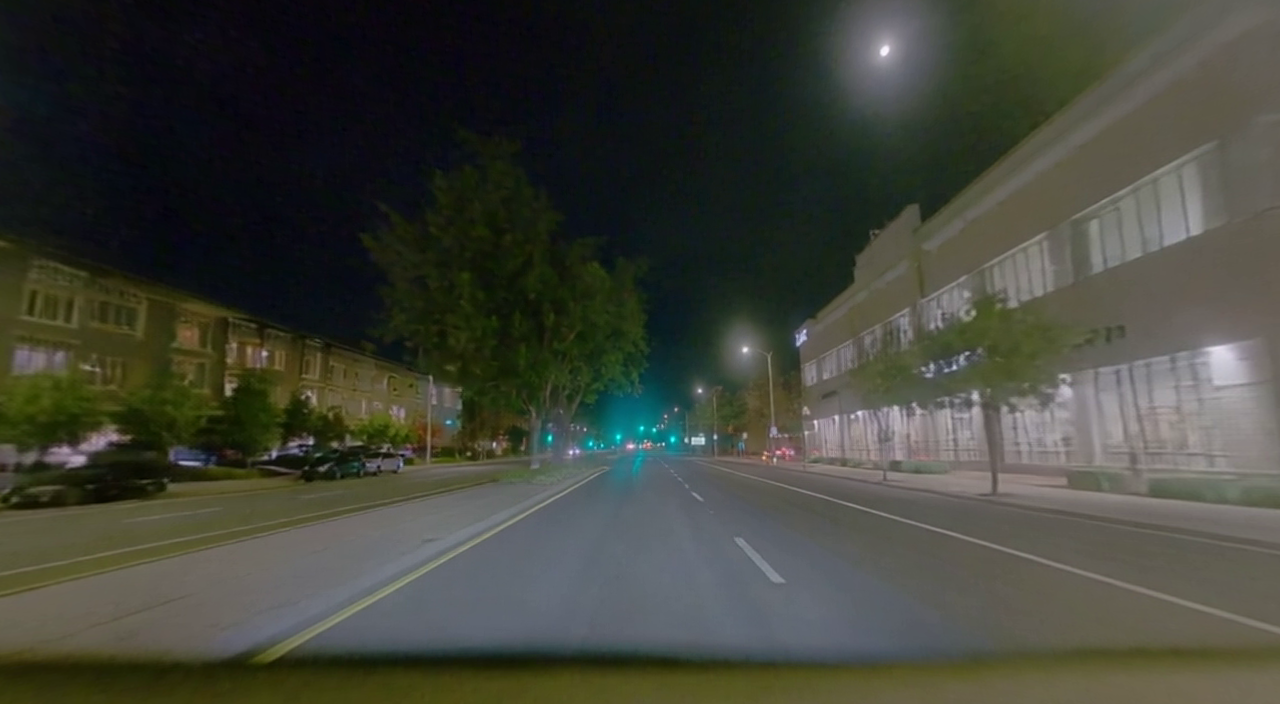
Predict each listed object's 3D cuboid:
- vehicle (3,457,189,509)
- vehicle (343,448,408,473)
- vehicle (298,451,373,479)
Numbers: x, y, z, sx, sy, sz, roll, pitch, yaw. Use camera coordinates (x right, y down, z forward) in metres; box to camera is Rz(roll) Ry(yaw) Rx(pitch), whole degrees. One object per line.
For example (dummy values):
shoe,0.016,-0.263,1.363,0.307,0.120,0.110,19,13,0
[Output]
vehicle,-18.997,4.565,22.356,2.121,1.567,5.042,0,-9,-1
vehicle,-18.706,7.684,44.725,2.177,1.656,5.516,0,-9,1
vehicle,-18.796,6.969,39.007,2.034,1.562,4.828,-1,-9,3
